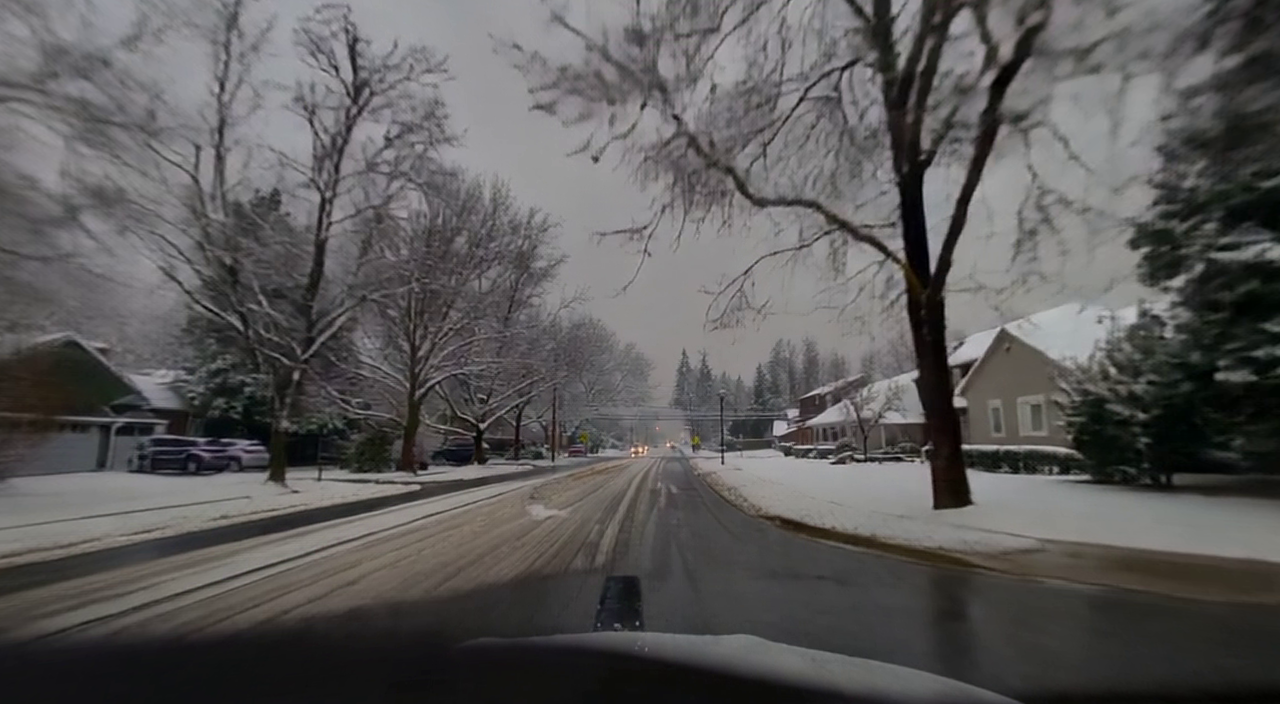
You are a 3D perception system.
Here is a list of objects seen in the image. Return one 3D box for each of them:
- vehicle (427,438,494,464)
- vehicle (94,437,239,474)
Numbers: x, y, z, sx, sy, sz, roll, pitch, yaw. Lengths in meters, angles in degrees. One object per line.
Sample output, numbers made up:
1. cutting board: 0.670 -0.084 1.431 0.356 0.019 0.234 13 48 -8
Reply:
1. vehicle: -12.942 7.170 45.774 4.370 1.761 1.901 1 -9 -5
2. vehicle: -19.683 4.341 26.503 4.373 1.464 1.917 2 -11 -17
